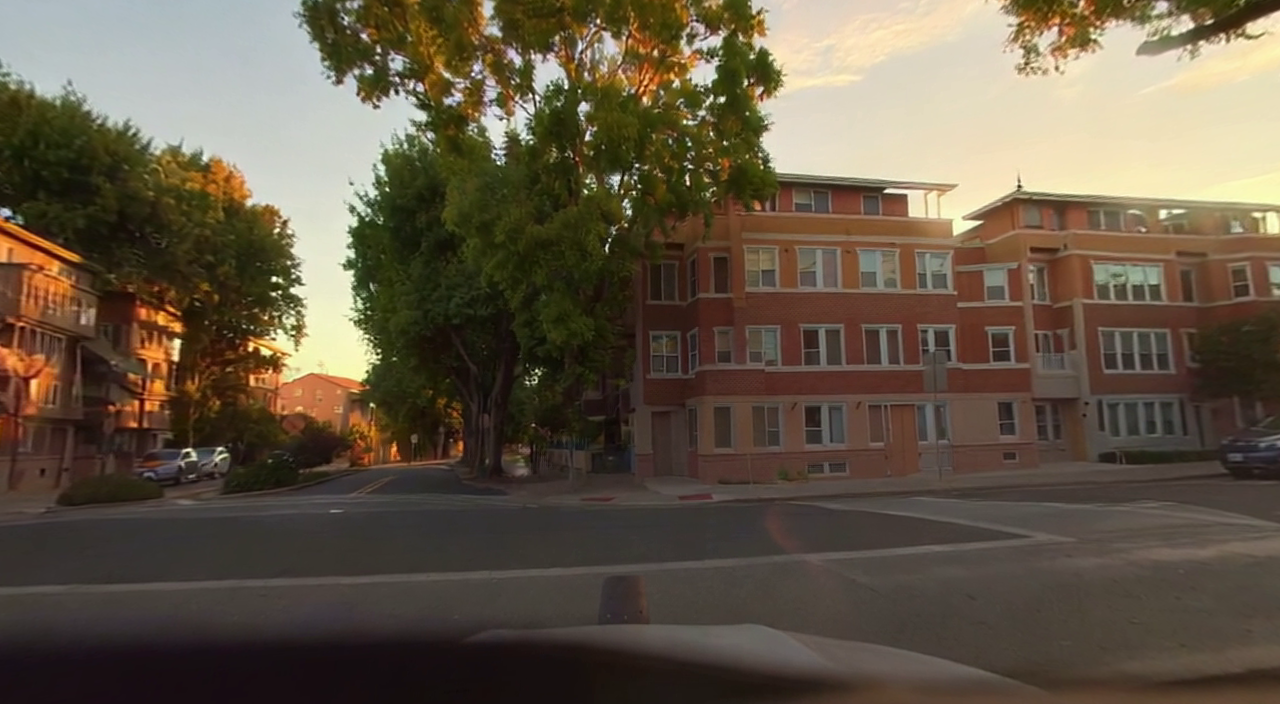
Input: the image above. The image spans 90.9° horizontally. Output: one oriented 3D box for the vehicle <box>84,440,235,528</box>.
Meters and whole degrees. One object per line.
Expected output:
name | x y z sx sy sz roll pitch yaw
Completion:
vehicle | -10.558 2.714 13.707 2.027 1.475 4.522 4 -9 -44
